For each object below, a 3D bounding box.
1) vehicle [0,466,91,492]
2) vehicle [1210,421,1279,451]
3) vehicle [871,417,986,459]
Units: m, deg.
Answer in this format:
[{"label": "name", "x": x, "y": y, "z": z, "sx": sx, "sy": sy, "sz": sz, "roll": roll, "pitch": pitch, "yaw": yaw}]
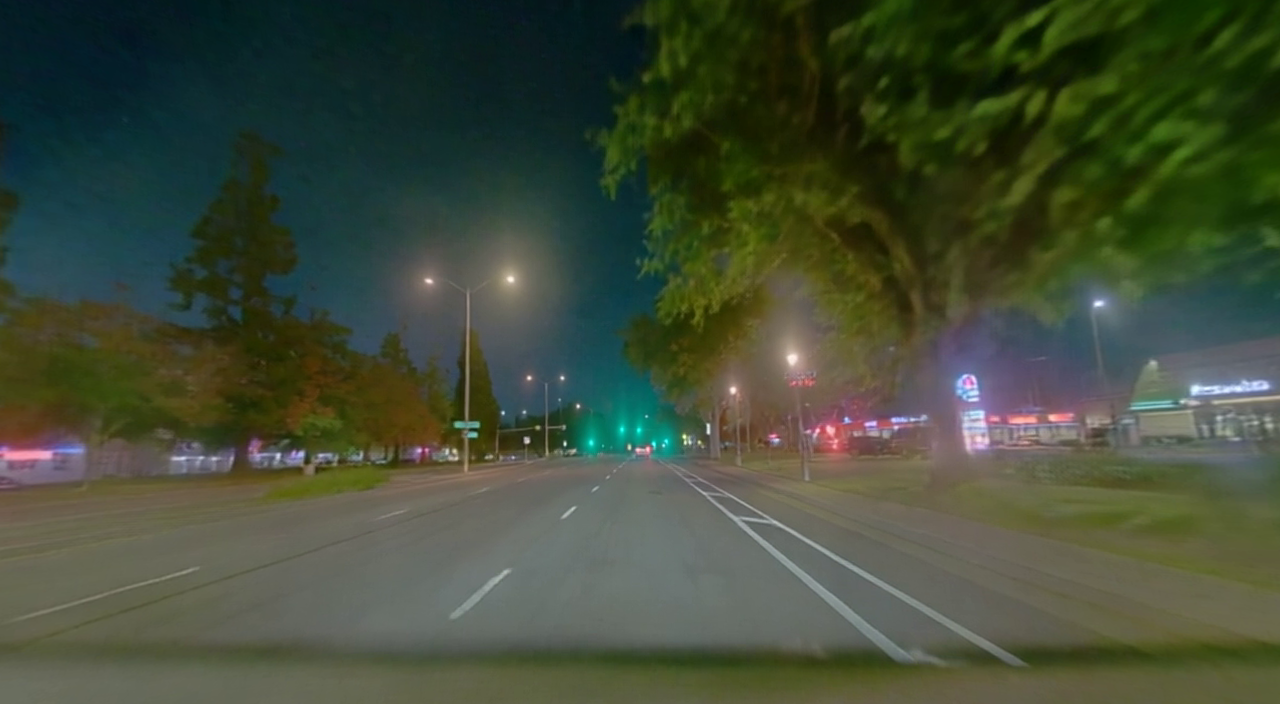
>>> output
[{"label": "vehicle", "x": -36.982, "y": 7.856, "z": 39.187, "sx": 4.104, "sy": 1.470, "sz": 1.828, "roll": 0, "pitch": -8, "yaw": 1}, {"label": "vehicle", "x": 33.196, "y": 4.490, "z": 33.761, "sx": 1.780, "sy": 1.456, "sz": 4.390, "roll": -6, "pitch": -10, "yaw": 8}, {"label": "vehicle", "x": 13.801, "y": 4.159, "z": 30.386, "sx": 4.514, "sy": 1.929, "sz": 1.991, "roll": 0, "pitch": -8, "yaw": -4}]
